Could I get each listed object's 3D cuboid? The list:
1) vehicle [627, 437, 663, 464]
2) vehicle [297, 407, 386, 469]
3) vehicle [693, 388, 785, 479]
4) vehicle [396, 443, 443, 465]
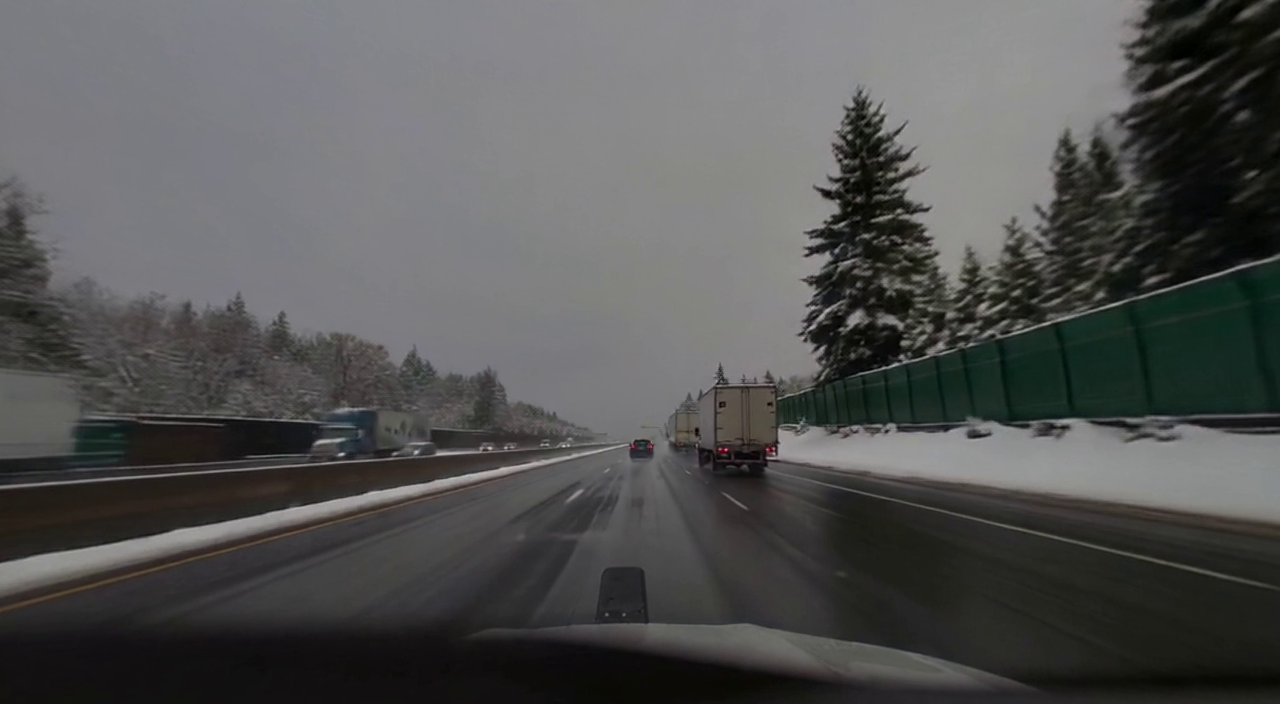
[{"bbox_3d":[0.328,6.825,43.865,2.389,1.760,4.473,0,-8,1],"label":"vehicle"},{"bbox_3d":[-20.693,6.018,44.123,2.952,3.960,6.390,0,-8,1],"label":"vehicle"},{"bbox_3d":[4.049,3.646,27.766,2.742,3.383,8.285,0,-8,1],"label":"vehicle"},{"bbox_3d":[-16.063,7.405,45.984,1.842,1.480,4.243,0,-8,1],"label":"vehicle"}]
